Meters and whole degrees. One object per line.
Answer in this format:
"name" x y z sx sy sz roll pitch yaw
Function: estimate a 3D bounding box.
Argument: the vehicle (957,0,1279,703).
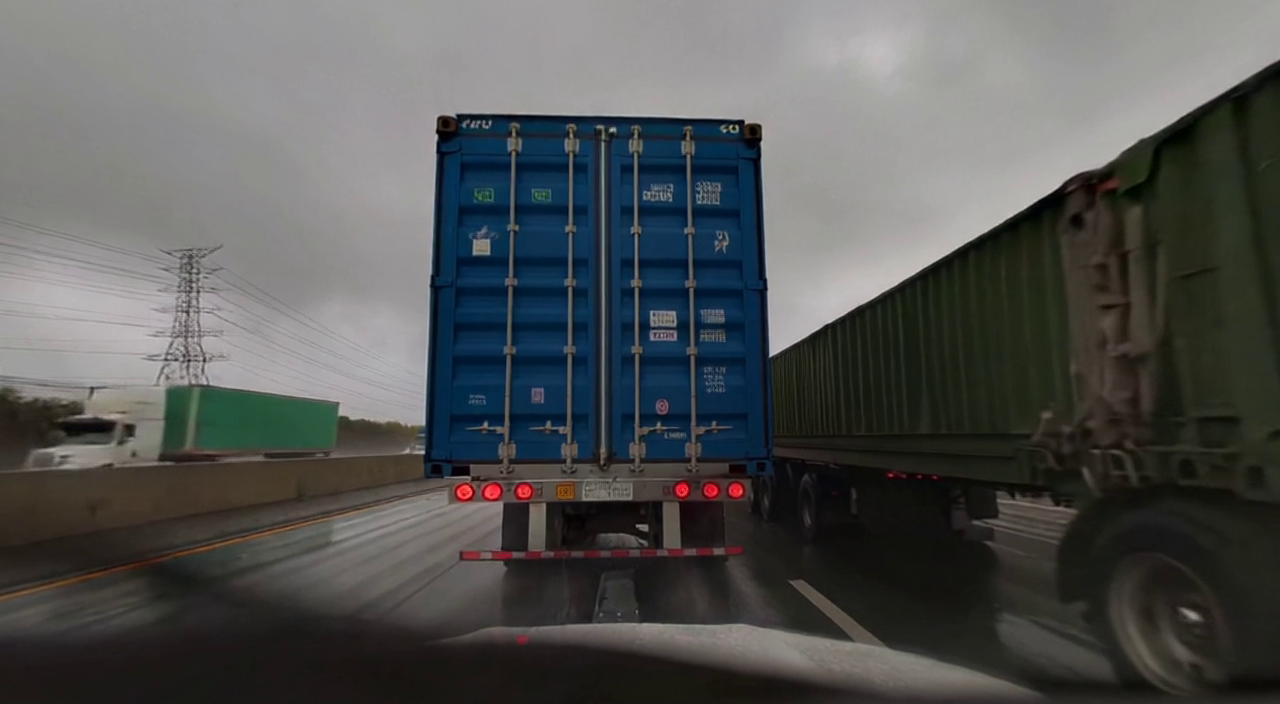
"vehicle" 3.578 -0.486 0.152 2.955 3.777 7.403 0 -8 -1

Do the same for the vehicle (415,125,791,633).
"vehicle" -0.295 0.978 11.030 2.841 4.071 12.046 0 -8 0
